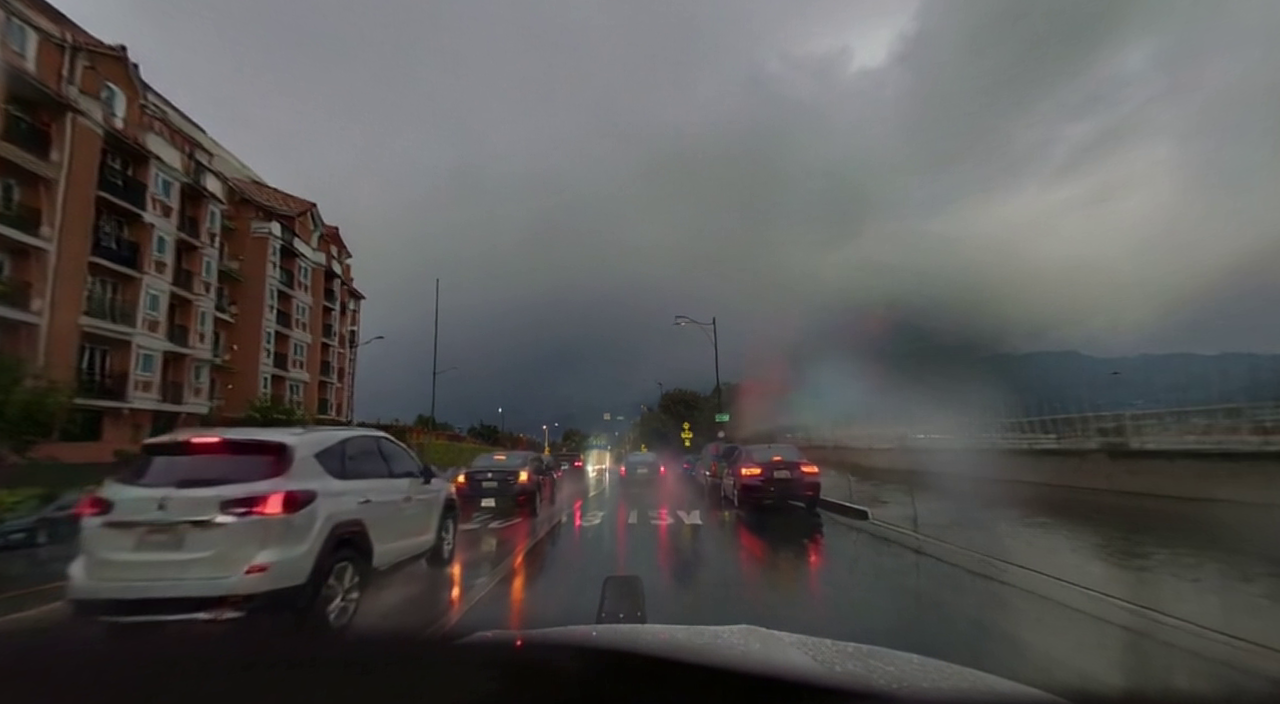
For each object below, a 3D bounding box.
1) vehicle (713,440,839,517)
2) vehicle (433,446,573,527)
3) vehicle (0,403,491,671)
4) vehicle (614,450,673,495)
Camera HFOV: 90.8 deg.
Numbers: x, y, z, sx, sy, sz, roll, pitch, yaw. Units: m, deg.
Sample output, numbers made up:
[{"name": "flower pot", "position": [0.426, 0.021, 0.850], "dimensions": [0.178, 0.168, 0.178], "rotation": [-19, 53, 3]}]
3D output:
[{"name": "vehicle", "position": [2.928, 2.815, 14.660], "dimensions": [1.933, 1.501, 4.349], "rotation": [0, -8, 0]}, {"name": "vehicle", "position": [-2.812, 2.856, 14.124], "dimensions": [2.109, 1.477, 4.509], "rotation": [0, -8, 0]}, {"name": "vehicle", "position": [-3.052, 1.505, 6.302], "dimensions": [2.065, 1.705, 4.353], "rotation": [0, -8, 0]}, {"name": "vehicle", "position": [0.074, 4.459, 23.655], "dimensions": [2.026, 1.496, 3.701], "rotation": [0, -8, -1]}]
